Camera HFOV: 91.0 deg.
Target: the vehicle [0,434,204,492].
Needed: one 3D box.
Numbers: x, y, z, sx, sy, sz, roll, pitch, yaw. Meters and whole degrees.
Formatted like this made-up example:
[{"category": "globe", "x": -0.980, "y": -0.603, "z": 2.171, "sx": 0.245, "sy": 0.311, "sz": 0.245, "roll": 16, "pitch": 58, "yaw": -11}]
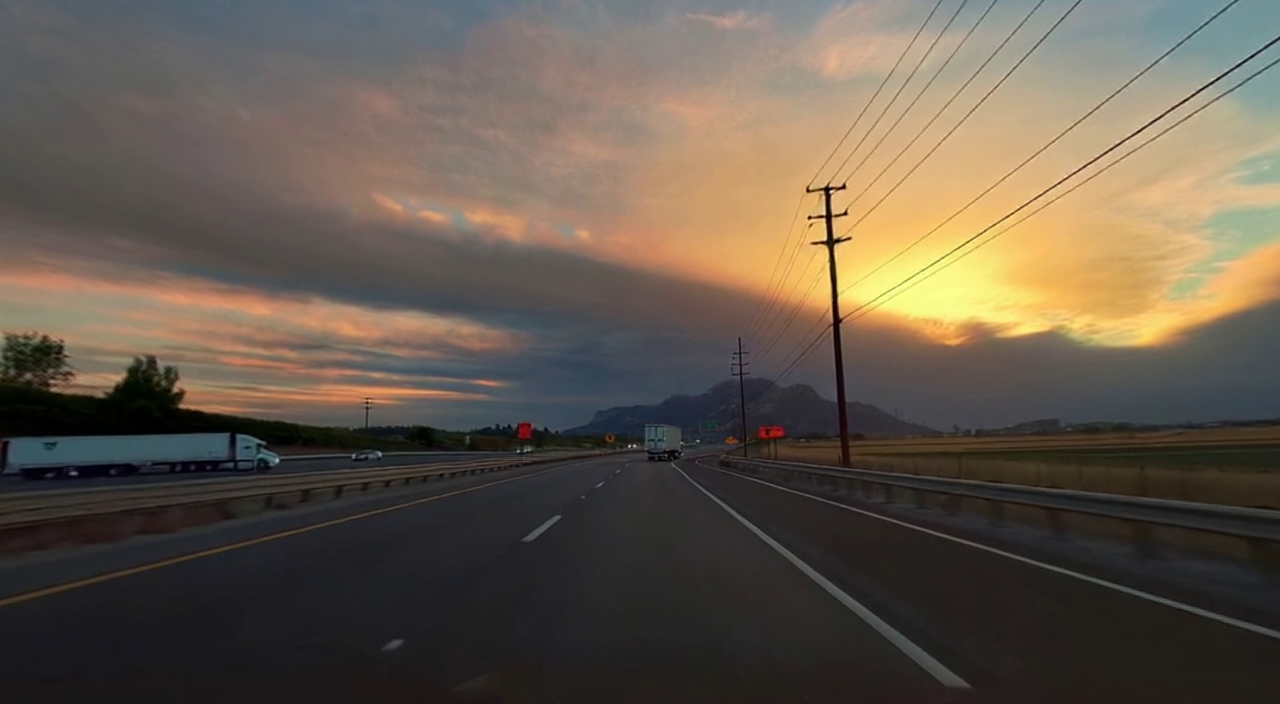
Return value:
[{"category": "vehicle", "x": -42.424, "y": 8.466, "z": 48.655, "sx": 3.082, "sy": 3.896, "sz": 14.770, "roll": -4, "pitch": -10, "yaw": 22}]
